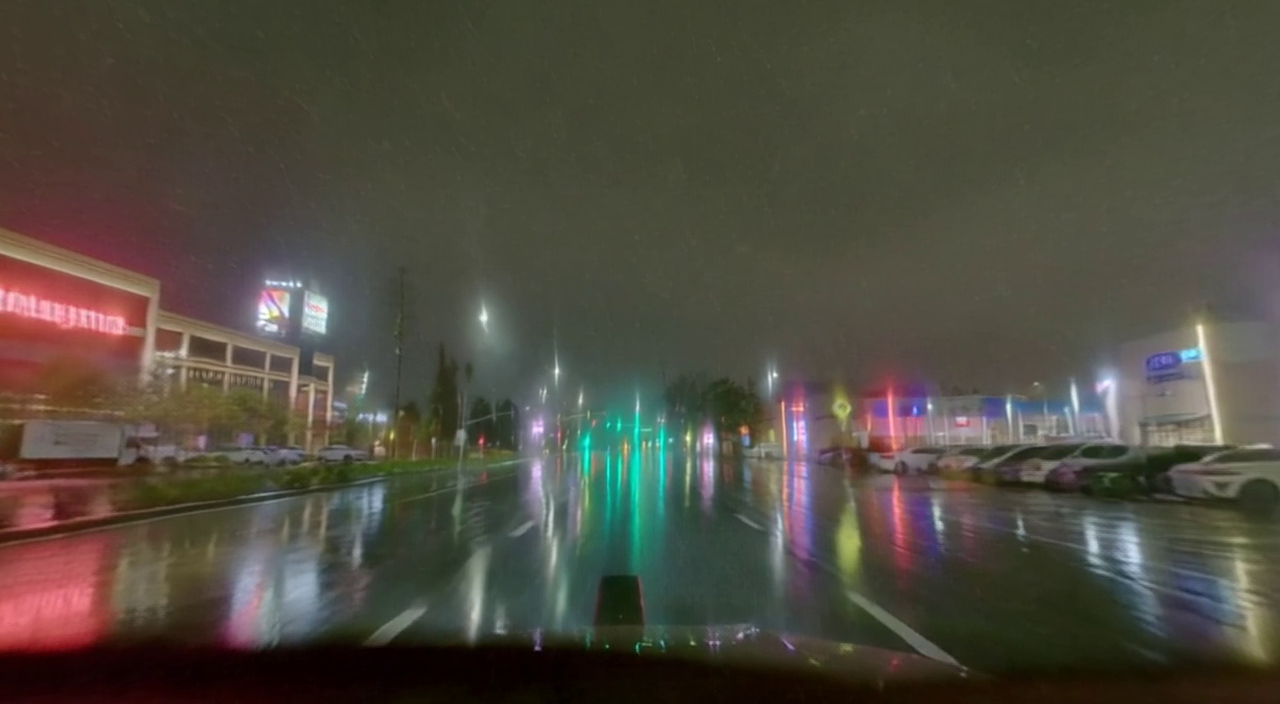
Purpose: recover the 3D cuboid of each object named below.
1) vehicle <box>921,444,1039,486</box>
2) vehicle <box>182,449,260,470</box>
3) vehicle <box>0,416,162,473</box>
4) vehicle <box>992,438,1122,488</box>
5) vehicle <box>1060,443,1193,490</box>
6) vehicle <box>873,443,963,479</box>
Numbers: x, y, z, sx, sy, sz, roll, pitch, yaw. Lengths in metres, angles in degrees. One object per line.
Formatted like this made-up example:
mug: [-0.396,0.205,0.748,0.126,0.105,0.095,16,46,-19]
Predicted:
vehicle: [12.993,4.313,24.499,1.865,1.434,4.373,1,-8,-4]
vehicle: [-30.397,7.756,45.861,4.311,1.457,1.808,0,-8,-2]
vehicle: [-31.328,5.200,35.510,6.892,2.879,2.222,-1,-8,-3]
vehicle: [15.739,4.177,24.168,1.893,1.727,4.285,0,-8,-2]
vehicle: [18.131,4.256,23.819,1.881,1.598,3.866,0,-8,0]
vehicle: [12.753,5.034,29.404,1.928,1.465,4.874,-2,-9,-1]
